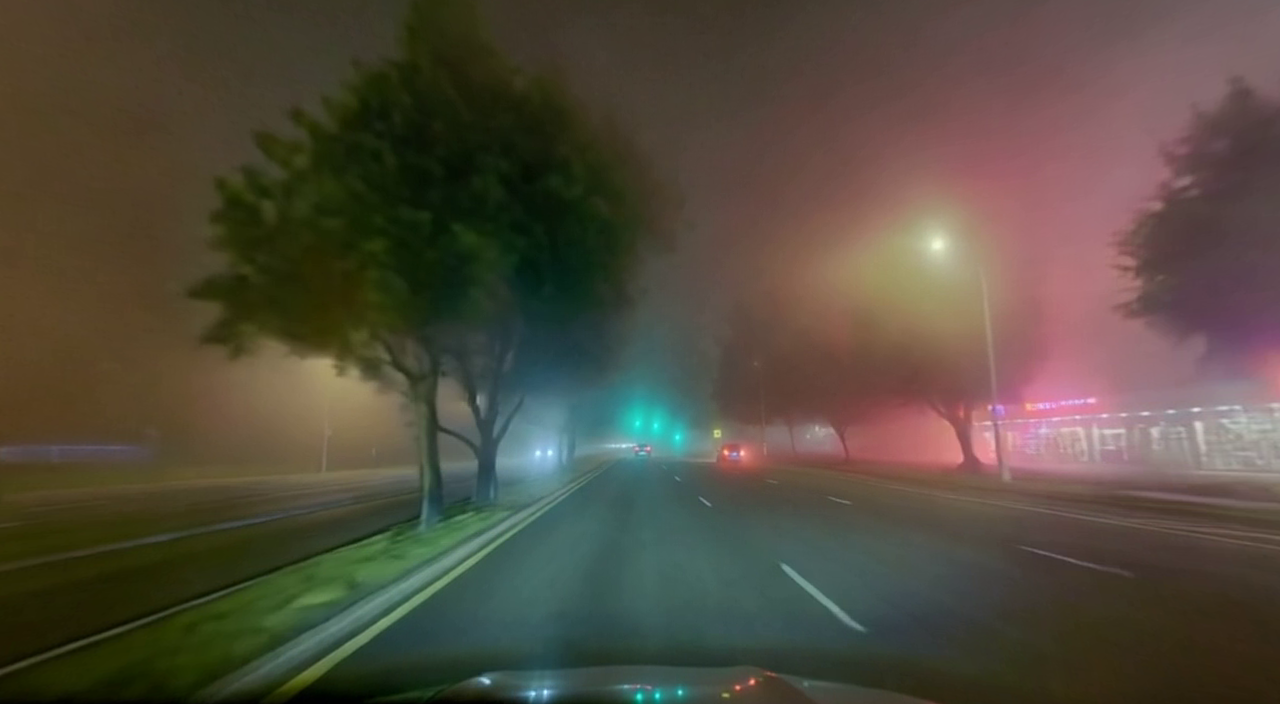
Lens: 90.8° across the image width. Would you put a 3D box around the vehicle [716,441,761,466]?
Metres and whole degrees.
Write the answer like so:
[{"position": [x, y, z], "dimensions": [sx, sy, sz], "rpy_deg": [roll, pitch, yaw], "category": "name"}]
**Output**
[{"position": [6.338, 6.589, 41.149], "dimensions": [2.024, 1.475, 4.600], "rpy_deg": [0, -8, -2], "category": "vehicle"}]
